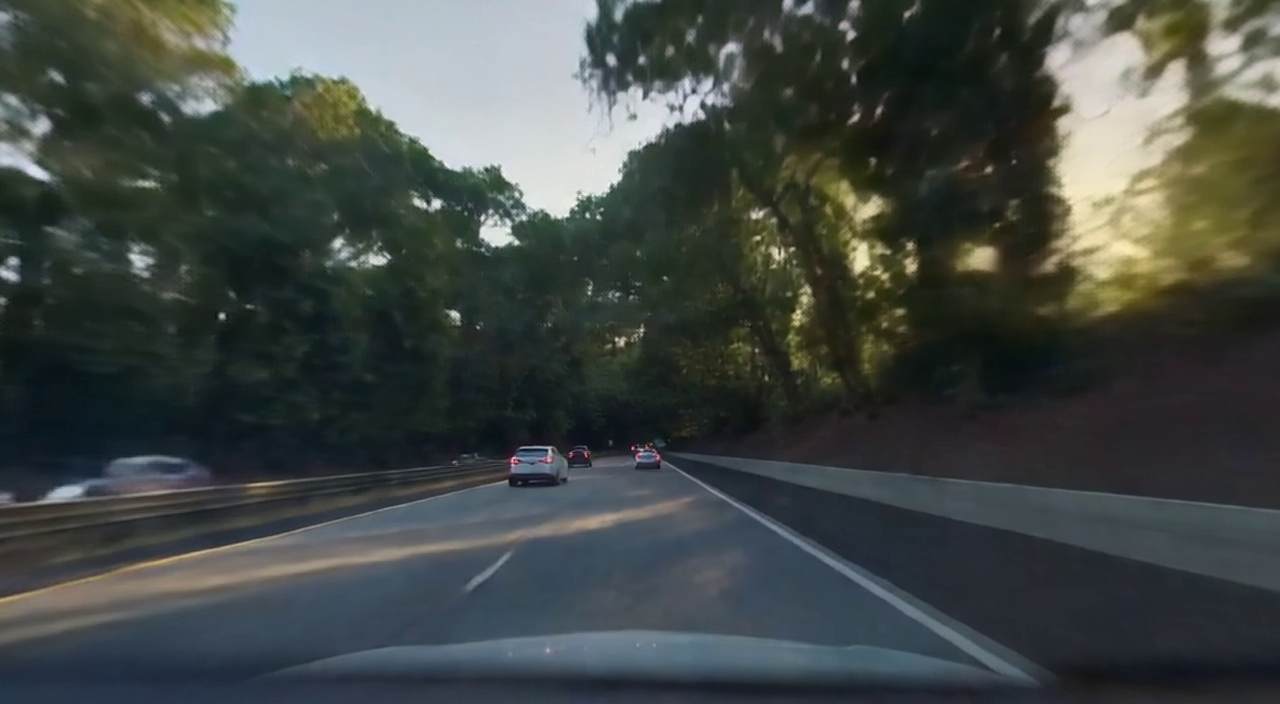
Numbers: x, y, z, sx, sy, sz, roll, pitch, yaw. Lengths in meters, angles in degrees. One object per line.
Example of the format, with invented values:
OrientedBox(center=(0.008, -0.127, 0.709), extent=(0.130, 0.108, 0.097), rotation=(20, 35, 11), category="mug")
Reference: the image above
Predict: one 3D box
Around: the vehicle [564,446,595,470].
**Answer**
OrientedBox(center=(-4.262, 7.496, 44.734), extent=(1.834, 1.615, 3.624), rotation=(0, -9, 1), category="vehicle")

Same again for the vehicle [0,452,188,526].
OrientedBox(center=(-12.440, 2.982, 14.202), extent=(1.733, 1.407, 3.713), rotation=(0, -9, 0), category="vehicle")

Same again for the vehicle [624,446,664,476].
OrientedBox(center=(0.180, 5.789, 33.561), extent=(2.001, 1.490, 3.914), rotation=(0, -9, 0), category="vehicle")

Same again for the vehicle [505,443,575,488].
OrientedBox(center=(-3.687, 4.250, 23.861), extent=(1.978, 1.538, 3.755), rotation=(0, -9, 1), category="vehicle")
